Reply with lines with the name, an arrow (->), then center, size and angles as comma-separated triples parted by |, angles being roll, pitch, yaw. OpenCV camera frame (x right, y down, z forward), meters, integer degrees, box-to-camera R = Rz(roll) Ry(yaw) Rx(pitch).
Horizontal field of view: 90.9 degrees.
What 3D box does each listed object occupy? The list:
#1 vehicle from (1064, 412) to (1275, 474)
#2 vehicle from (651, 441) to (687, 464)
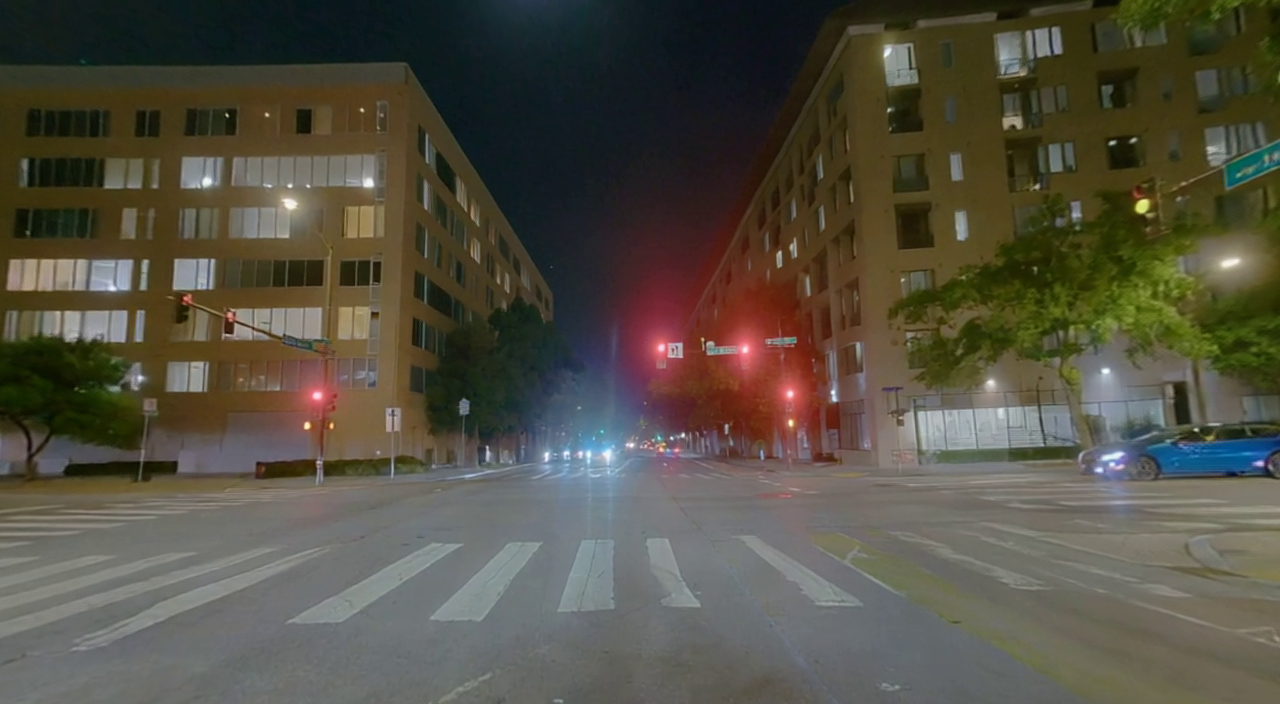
vehicle -> 16.926, 2.939, 20.400 | 4.802, 1.860, 2.146 | 0, -8, 0
vehicle -> 1.974, 6.996, 43.946 | 2.039, 1.470, 4.355 | 0, -8, -3
